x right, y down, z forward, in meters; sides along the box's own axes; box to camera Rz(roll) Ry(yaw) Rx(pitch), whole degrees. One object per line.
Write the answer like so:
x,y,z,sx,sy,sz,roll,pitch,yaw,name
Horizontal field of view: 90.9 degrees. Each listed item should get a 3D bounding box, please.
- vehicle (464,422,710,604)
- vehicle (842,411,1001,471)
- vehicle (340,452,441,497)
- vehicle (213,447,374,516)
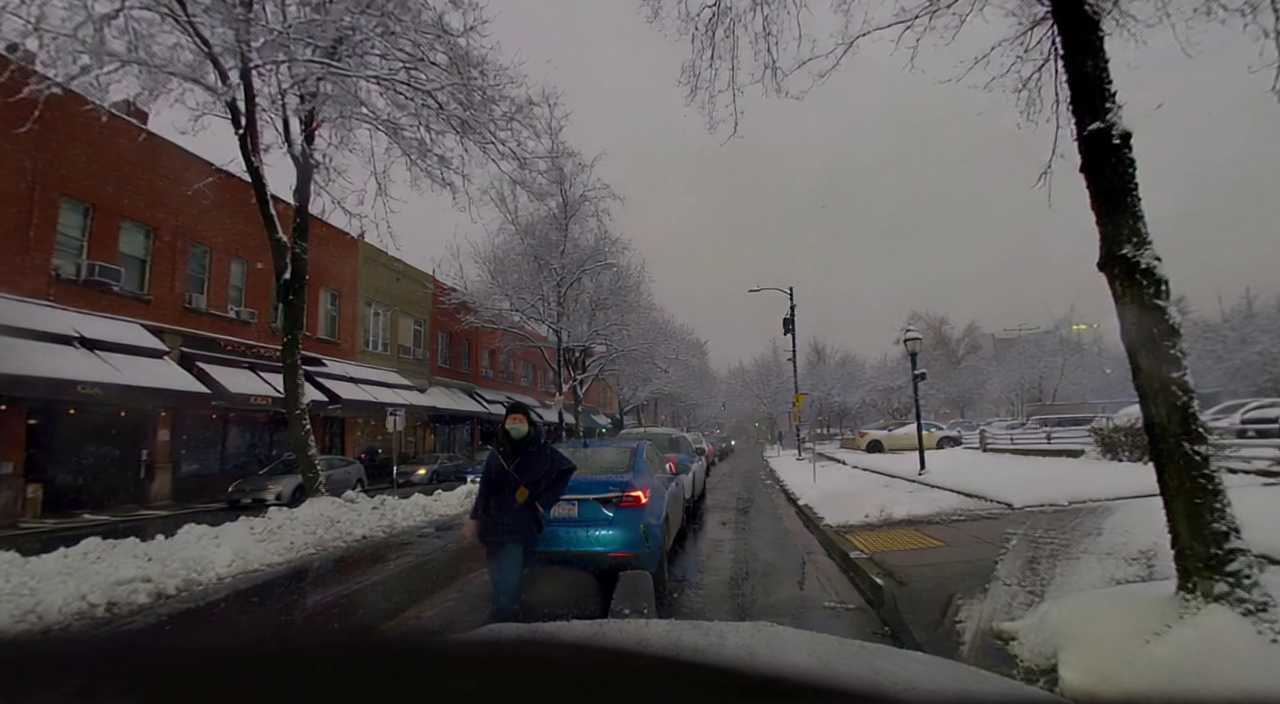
-0.265,1.631,7.306,1.939,1.478,3.922,-2,-8,9,vehicle
9.013,2.828,20.223,4.558,1.528,1.915,-1,-8,-23,vehicle
-10.257,5.033,26.283,1.826,1.432,4.556,-7,-9,8,vehicle
-11.006,4.069,20.592,2.081,1.718,5.342,-6,-9,3,vehicle
